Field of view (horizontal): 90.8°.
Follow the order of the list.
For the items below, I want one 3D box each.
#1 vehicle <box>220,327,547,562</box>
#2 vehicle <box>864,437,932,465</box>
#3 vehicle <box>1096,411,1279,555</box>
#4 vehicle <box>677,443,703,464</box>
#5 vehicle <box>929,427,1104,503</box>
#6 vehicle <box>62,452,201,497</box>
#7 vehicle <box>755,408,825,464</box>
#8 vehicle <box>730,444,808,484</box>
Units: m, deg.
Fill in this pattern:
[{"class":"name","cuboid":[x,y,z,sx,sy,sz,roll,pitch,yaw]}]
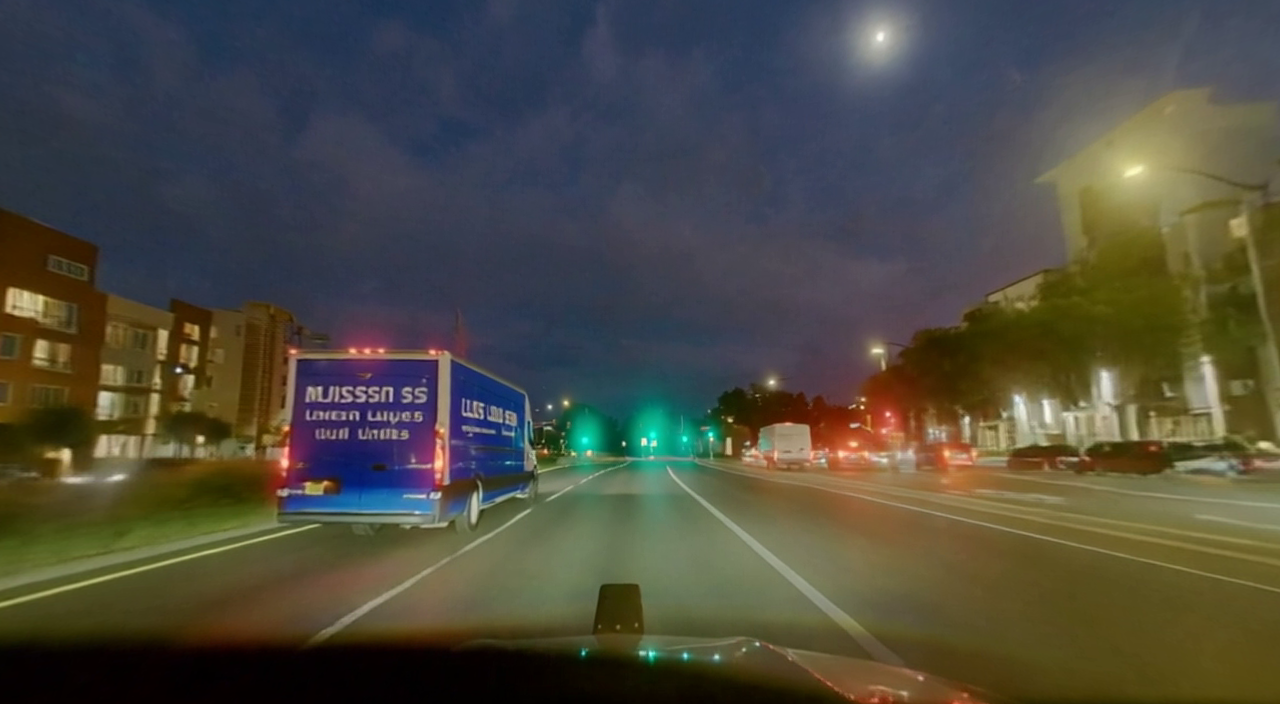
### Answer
[{"class":"vehicle","cuboid":[-3.789,1.692,11.836,2.763,2.974,7.562,-1,-8,2]},{"class":"vehicle","cuboid":[16.645,6.348,40.674,4.698,1.726,2.046,7,-11,-41]},{"class":"vehicle","cuboid":[8.963,1.737,8.727,2.085,1.762,4.198,-3,-10,0]},{"class":"vehicle","cuboid":[3.863,7.811,48.956,1.878,1.534,4.120,-1,-8,4]},{"class":"vehicle","cuboid":[9.261,2.795,16.017,1.814,1.646,4.133,0,-8,-1]},{"class":"vehicle","cuboid":[-19.696,4.733,24.768,1.819,1.526,4.329,0,-8,0]},{"class":"vehicle","cuboid":[9.501,5.486,40.916,2.882,3.208,7.609,-1,-8,2]},{"class":"vehicle","cuboid":[5.040,4.433,25.485,2.127,1.439,5.034,0,-8,1]}]
